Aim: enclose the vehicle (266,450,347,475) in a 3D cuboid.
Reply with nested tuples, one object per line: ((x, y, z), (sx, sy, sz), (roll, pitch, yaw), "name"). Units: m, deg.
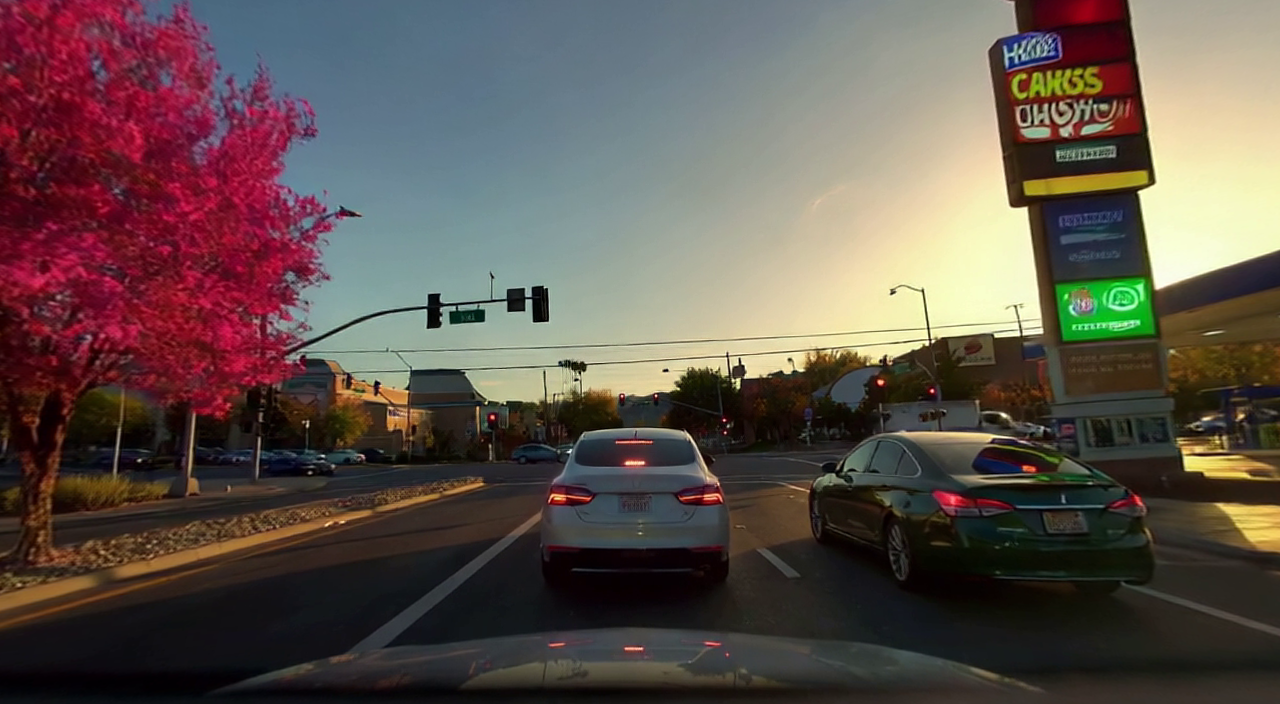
((-20.931, 6.880, 39.500), (4.609, 1.465, 1.944), (-4, -9, 23), "vehicle")

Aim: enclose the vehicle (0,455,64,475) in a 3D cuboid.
((-45.880, 8.361, 46.870), (4.511, 1.407, 1.764), (-1, -8, 4), "vehicle")

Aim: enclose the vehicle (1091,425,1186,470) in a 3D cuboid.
((18.564, 3.525, 23.382), (4.300, 1.495, 2.053), (8, -12, -43), "vehicle")

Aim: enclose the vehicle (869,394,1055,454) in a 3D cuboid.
((22.064, 5.120, 43.990), (10.890, 3.868, 3.021), (-2, -9, 13), "vehicle")

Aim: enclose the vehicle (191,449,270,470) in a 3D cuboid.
((-29.469, 7.749, 45.398), (4.466, 1.438, 1.837), (-1, -8, 5), "vehicle")

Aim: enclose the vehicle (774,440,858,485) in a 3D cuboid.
((6.513, 4.129, 23.885), (1.942, 1.511, 4.390), (0, -8, 1), "vehicle")

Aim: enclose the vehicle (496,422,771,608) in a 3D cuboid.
((-0.069, 1.614, 7.179), (2.213, 1.482, 4.057), (0, -8, -1), "vehicle")
